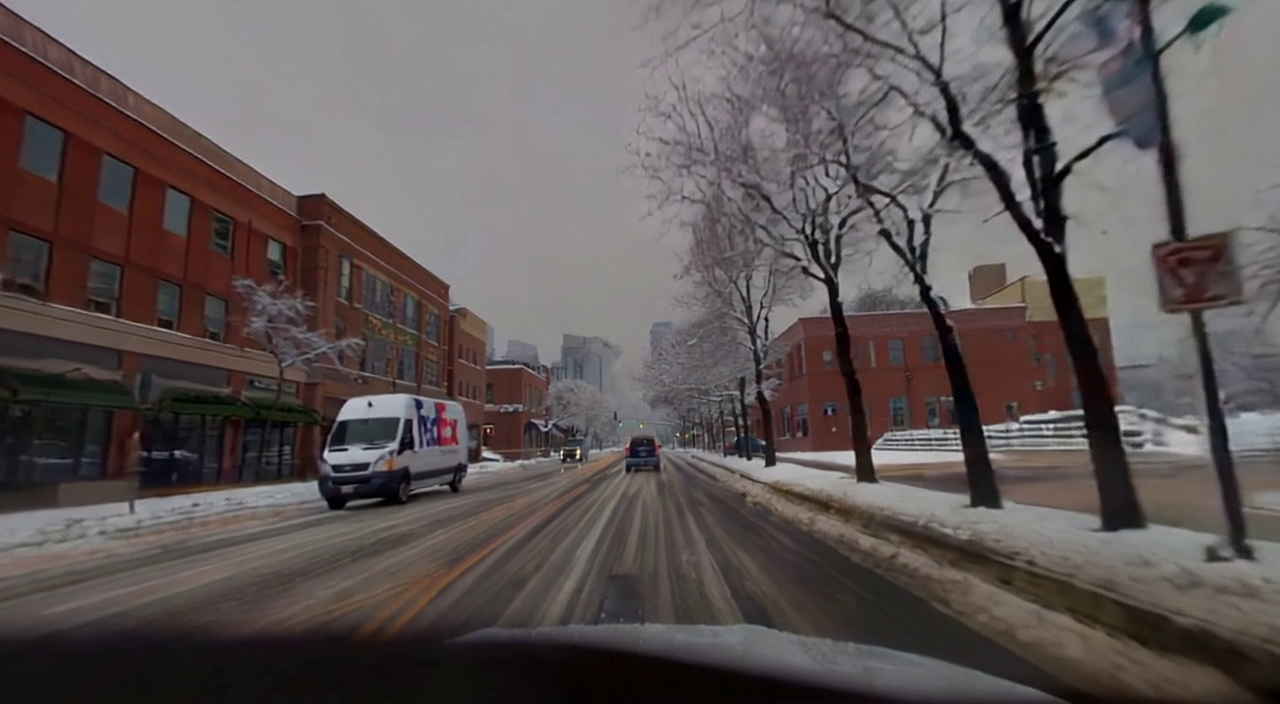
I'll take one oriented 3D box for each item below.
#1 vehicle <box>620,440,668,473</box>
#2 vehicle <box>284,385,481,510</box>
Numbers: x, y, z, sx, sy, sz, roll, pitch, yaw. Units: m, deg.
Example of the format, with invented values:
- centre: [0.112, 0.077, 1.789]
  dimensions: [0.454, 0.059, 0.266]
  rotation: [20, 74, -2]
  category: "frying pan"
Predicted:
- centre: [0.253, 5.494, 33.529]
  dimensions: [2.356, 1.572, 4.810]
  rotation: [0, -8, 2]
  category: "vehicle"
- centre: [-7.212, 2.839, 19.122]
  dimensions: [2.754, 3.065, 7.103]
  rotation: [0, -8, 2]
  category: "vehicle"
